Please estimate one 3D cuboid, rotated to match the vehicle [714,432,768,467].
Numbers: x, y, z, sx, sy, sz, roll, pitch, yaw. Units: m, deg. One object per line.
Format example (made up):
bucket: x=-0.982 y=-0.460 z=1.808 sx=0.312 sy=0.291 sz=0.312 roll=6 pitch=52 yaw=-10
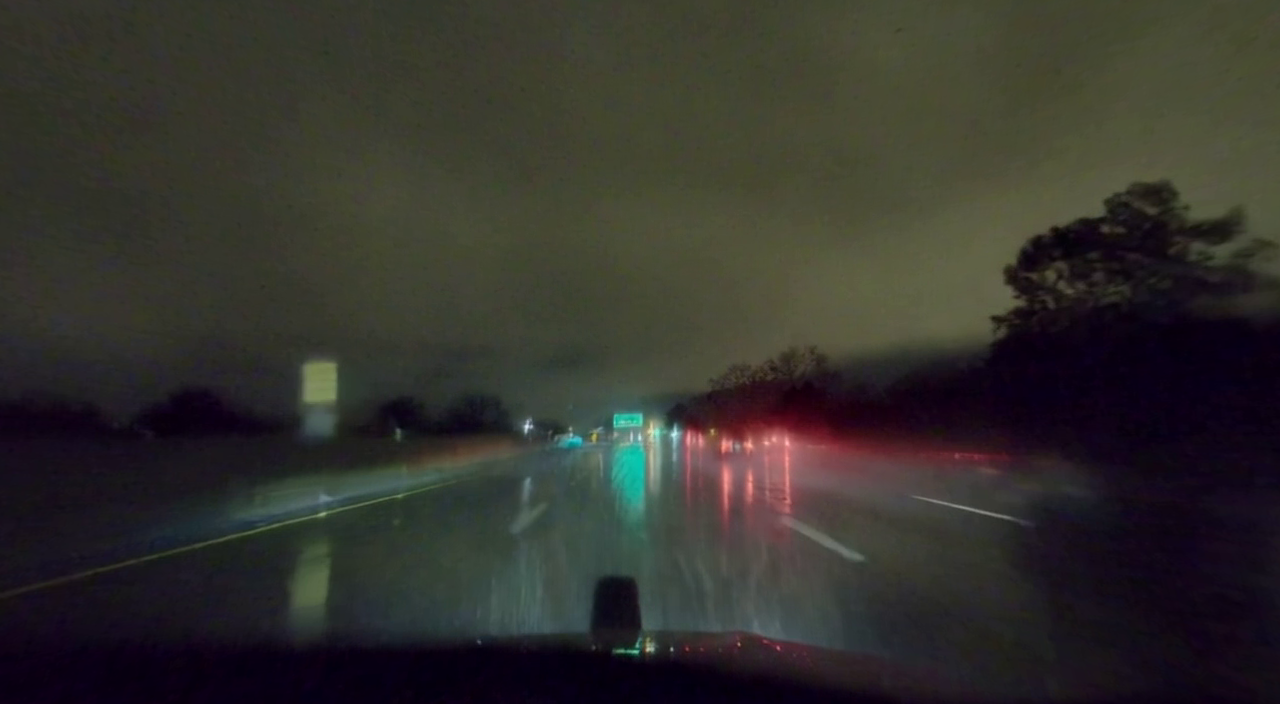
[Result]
vehicle: x=4.621 y=4.516 z=29.328 sx=1.802 sy=1.492 sz=3.804 roll=0 pitch=-8 yaw=-1
